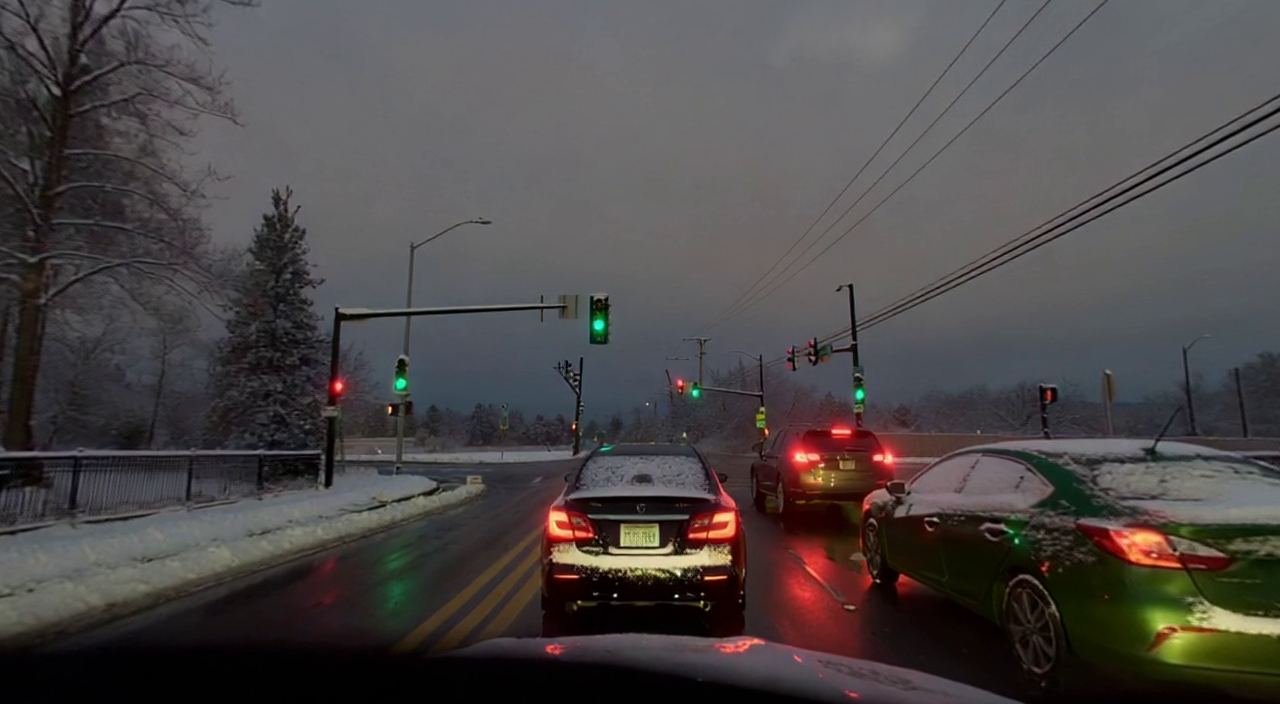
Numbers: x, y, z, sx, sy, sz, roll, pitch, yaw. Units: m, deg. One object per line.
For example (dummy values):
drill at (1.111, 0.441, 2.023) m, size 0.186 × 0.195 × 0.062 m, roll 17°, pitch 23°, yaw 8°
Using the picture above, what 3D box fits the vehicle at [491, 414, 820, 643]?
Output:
vehicle at (0.064, 1.488, 6.423) m, size 2.170 × 1.497 × 4.369 m, roll 0°, pitch -8°, yaw -1°

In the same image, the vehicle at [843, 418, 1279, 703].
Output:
vehicle at (3.092, 1.245, 4.135) m, size 2.027 × 1.432 × 4.431 m, roll 0°, pitch -8°, yaw 0°

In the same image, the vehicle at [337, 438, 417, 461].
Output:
vehicle at (-17.243, 6.411, 41.466) m, size 4.406 × 1.458 × 1.892 m, roll -1°, pitch -8°, yaw 7°
